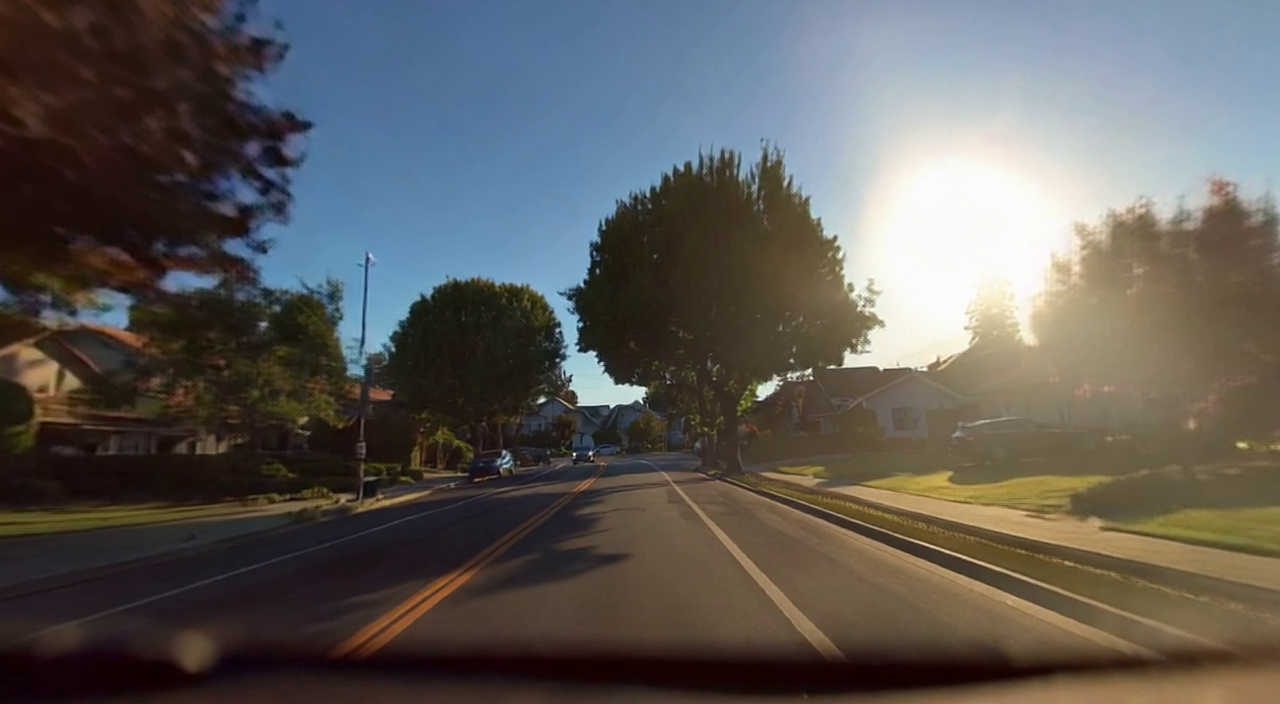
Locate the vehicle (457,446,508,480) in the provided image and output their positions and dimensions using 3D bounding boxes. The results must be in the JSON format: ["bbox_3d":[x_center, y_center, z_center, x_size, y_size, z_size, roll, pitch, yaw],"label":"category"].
[{"bbox_3d":[-9.474,6.654,38.224,1.998,1.689,4.384,-4,-7,-2],"label":"vehicle"}]
